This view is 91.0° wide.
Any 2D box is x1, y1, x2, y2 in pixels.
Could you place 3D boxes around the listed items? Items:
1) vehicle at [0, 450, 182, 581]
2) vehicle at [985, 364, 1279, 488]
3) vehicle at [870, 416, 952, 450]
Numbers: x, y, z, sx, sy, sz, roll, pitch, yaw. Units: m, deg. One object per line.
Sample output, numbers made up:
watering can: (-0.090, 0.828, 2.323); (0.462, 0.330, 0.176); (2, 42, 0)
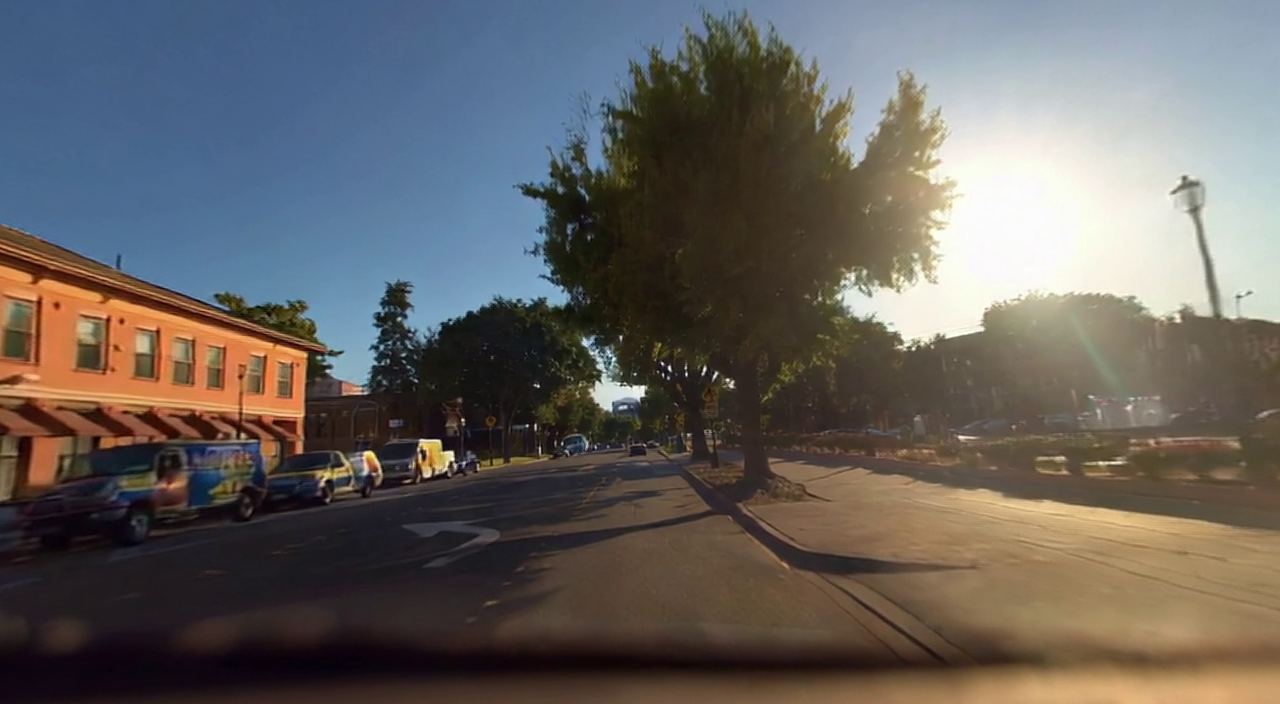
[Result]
vehicle: (-9.298, 2.285, 9.046); (4.212, 1.698, 1.960); (6, -11, -37)
vehicle: (11.043, 1.605, 13.943); (5.453, 1.794, 2.011); (-8, -6, -2)
vehicle: (17.808, 5.371, 41.647); (4.625, 1.729, 2.048); (-7, -6, 17)
